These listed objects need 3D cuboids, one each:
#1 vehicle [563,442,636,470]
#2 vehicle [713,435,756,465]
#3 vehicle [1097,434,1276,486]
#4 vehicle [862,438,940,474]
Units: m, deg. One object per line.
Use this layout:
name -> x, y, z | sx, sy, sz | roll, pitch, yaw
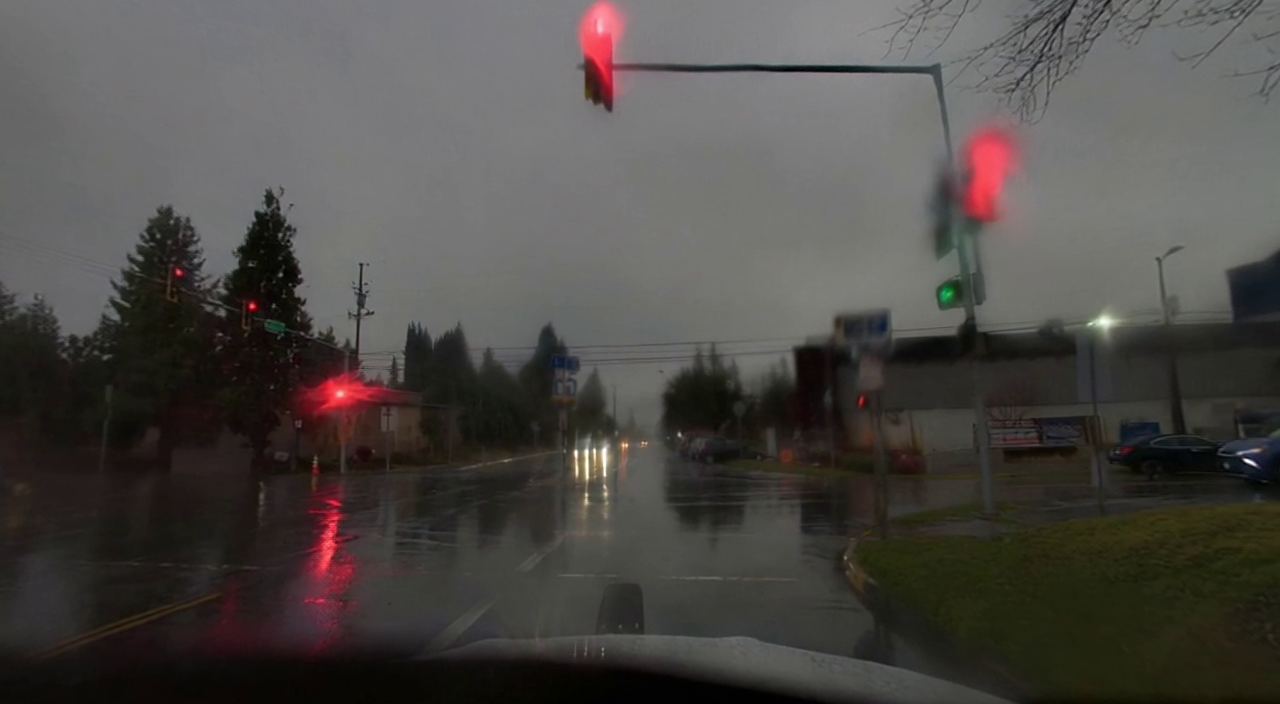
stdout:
vehicle -> -2.431, 6.152, 37.560 | 3.991, 1.526, 1.868 | -5, -9, 31
vehicle -> 6.899, 7.164, 46.215 | 1.491, 2.041, 2.964 | 6, -9, -33
vehicle -> 16.796, 3.322, 19.522 | 3.876, 1.512, 1.784 | 0, -8, -1
vehicle -> 12.395, 5.032, 30.242 | 1.922, 1.529, 3.964 | 0, -12, -2
